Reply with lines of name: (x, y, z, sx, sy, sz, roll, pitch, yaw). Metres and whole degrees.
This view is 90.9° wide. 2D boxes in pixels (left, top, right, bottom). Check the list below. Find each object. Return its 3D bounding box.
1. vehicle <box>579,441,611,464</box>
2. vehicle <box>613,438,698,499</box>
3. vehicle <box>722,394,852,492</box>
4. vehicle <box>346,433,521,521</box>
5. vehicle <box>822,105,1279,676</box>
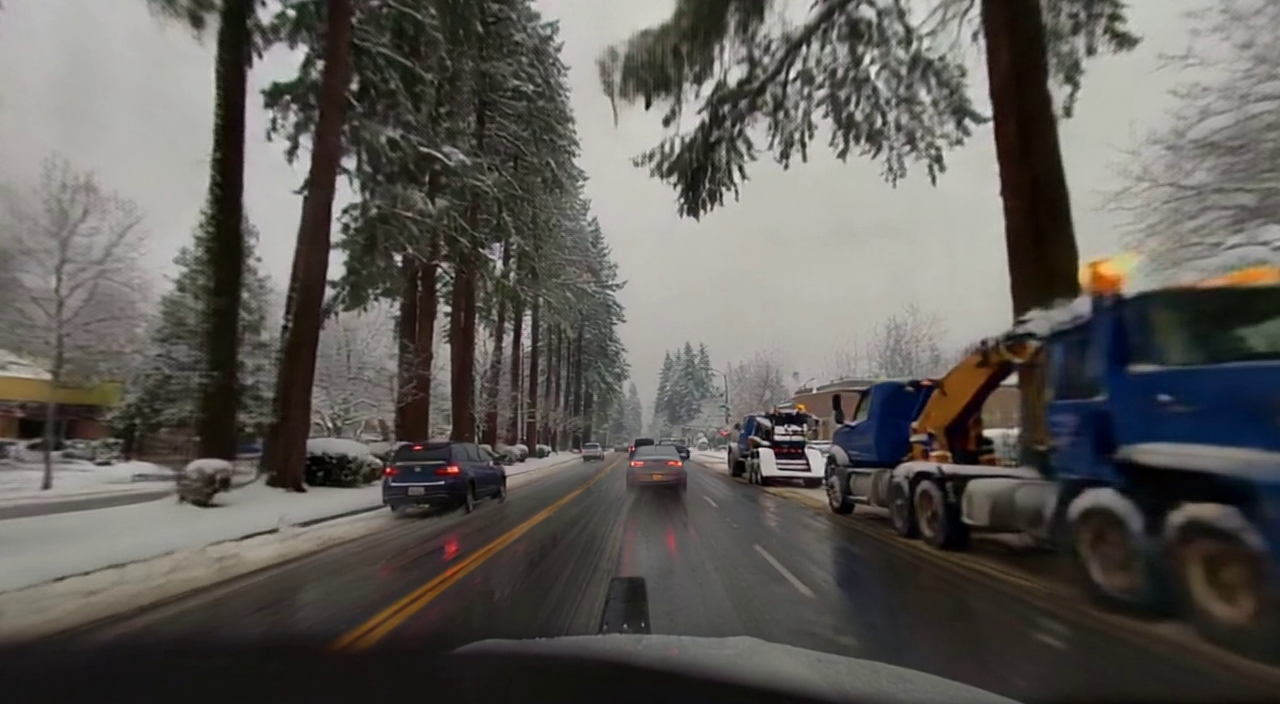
vehicle: (-3.472, 7.789, 48.971, 2.062, 1.641, 4.193, 0, -8, 2)
vehicle: (0.386, 3.164, 17.527, 2.086, 1.466, 4.026, 0, -8, 0)
vehicle: (5.533, 3.685, 25.691, 3.089, 3.258, 8.841, 0, -8, 0)
vehicle: (-4.064, 2.540, 13.415, 2.003, 1.507, 4.808, 0, -8, 1)
vehicle: (5.595, 0.966, 8.958, 2.867, 3.600, 11.047, 0, -8, 1)
